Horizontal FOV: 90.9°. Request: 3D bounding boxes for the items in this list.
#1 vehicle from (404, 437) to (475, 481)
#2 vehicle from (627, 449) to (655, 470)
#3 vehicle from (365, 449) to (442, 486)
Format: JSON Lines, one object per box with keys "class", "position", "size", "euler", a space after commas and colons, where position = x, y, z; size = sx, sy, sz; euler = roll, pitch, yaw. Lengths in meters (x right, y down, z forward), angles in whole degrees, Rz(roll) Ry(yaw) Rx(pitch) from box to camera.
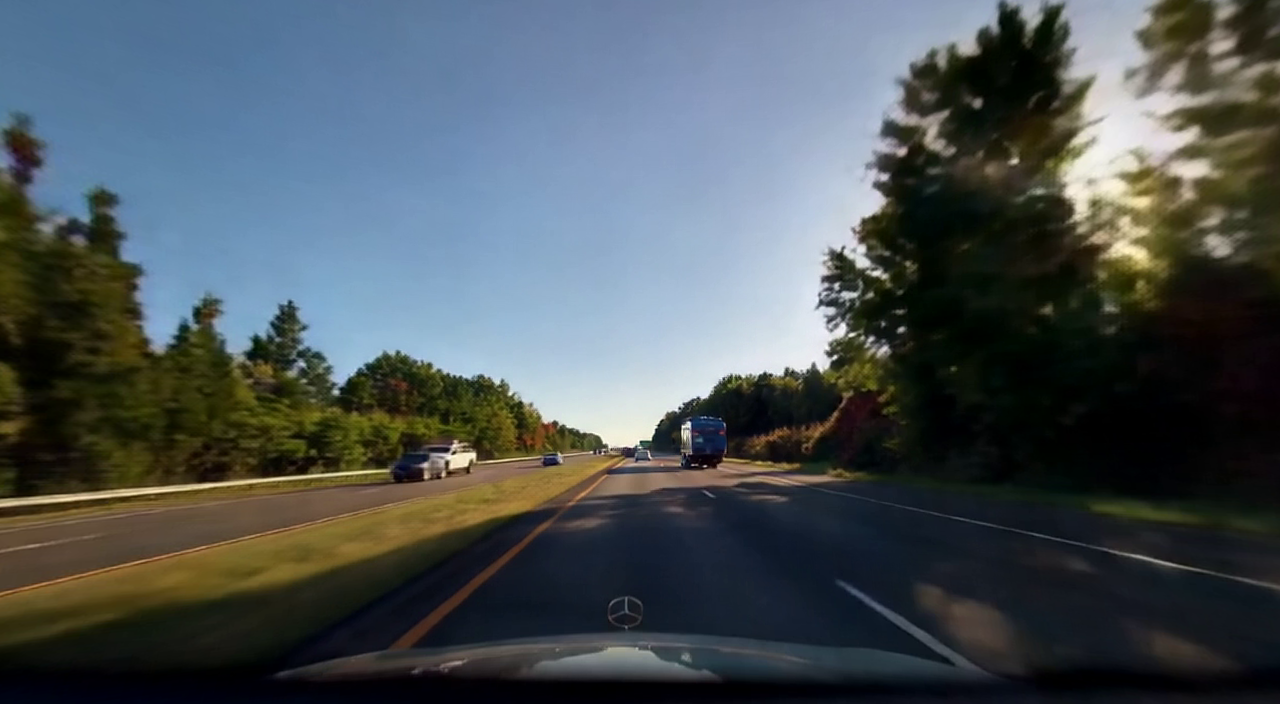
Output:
{"class": "vehicle", "position": [-12.428, 6.662, 39.519], "size": [2.485, 2.534, 5.320], "euler": [0, -9, 2]}
{"class": "vehicle", "position": [0.057, 7.569, 44.521], "size": [1.926, 1.386, 3.615], "euler": [0, -9, 0]}
{"class": "vehicle", "position": [-12.413, 6.061, 33.436], "size": [2.232, 1.817, 4.723], "euler": [0, -9, 0]}
